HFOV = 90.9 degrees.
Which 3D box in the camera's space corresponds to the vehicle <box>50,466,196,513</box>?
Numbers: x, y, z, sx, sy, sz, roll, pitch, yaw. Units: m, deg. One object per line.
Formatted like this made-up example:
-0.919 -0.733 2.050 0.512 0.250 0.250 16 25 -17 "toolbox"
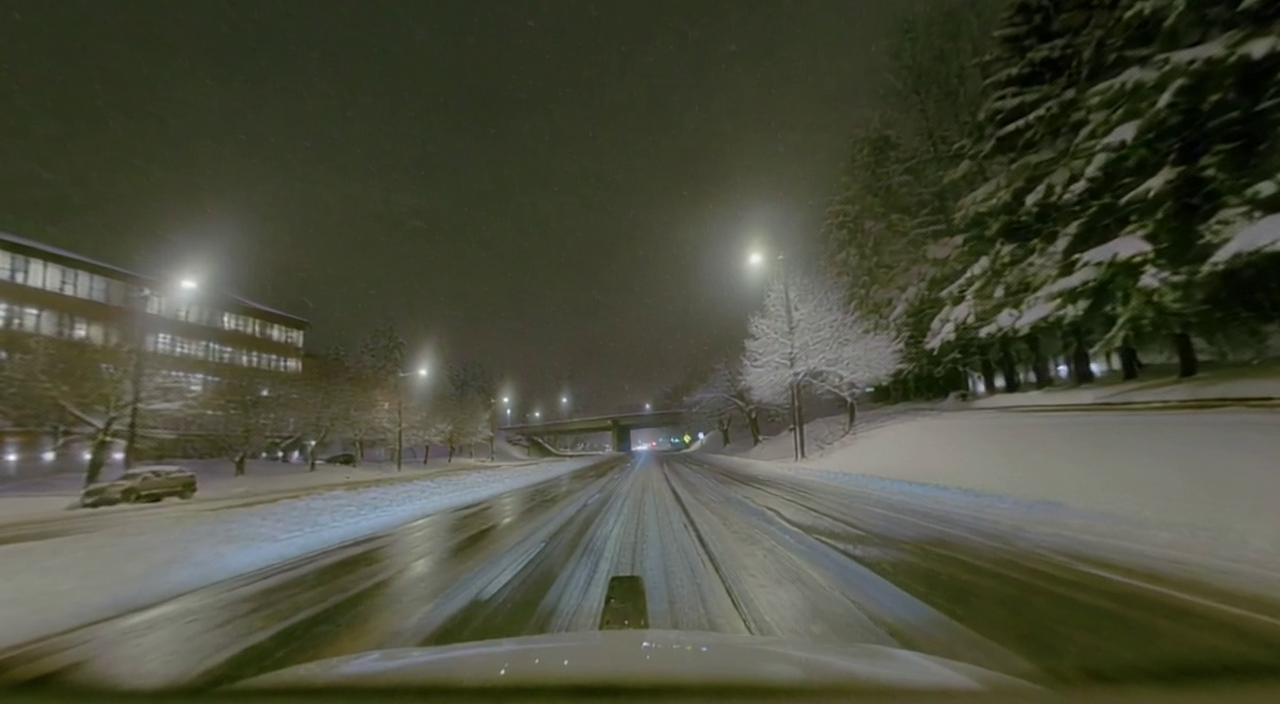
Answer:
-21.574 5.717 26.661 1.945 1.481 5.005 -4 -8 1 "vehicle"
